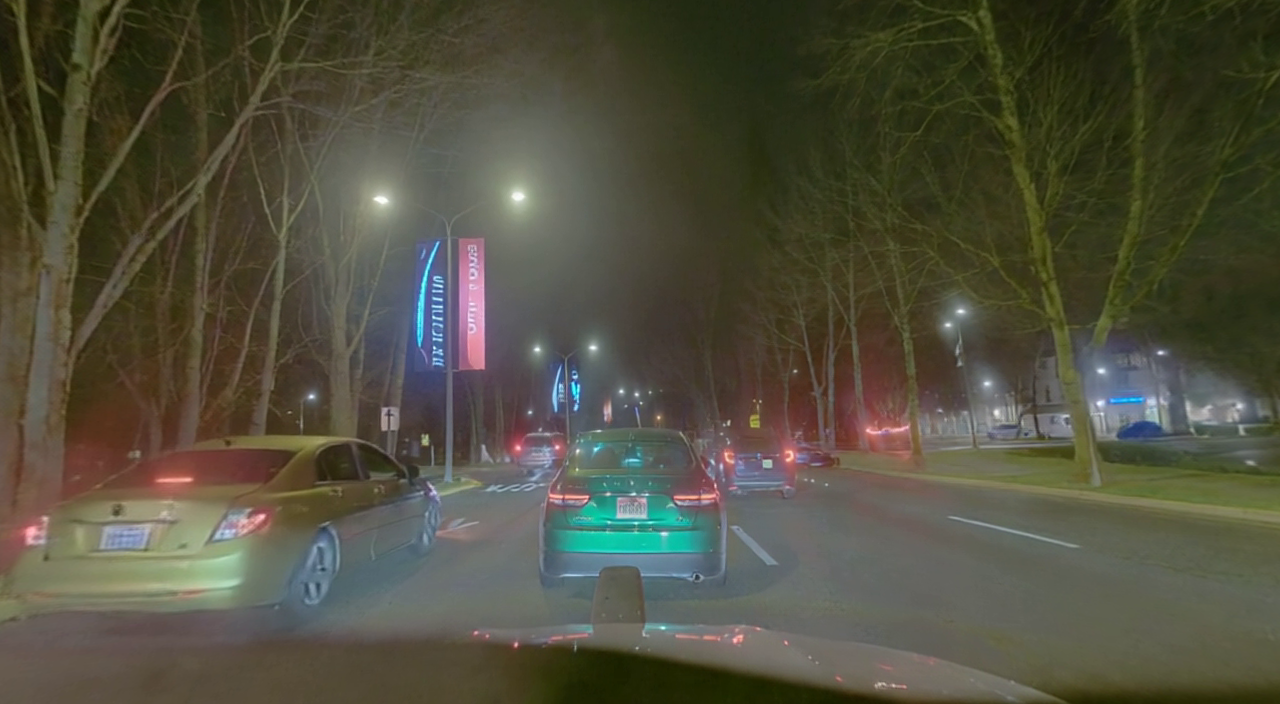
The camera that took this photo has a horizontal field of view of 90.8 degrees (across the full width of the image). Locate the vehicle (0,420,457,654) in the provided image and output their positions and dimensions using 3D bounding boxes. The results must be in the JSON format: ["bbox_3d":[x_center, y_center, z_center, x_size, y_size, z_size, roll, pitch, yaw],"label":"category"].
[{"bbox_3d":[-3.501,1.521,6.345,1.961,1.487,4.453,0,-8,0],"label":"vehicle"}]

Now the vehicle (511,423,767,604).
[{"bbox_3d":[-0.064,1.635,7.299,2.126,1.475,3.967,0,-8,-2],"label":"vehicle"}]
